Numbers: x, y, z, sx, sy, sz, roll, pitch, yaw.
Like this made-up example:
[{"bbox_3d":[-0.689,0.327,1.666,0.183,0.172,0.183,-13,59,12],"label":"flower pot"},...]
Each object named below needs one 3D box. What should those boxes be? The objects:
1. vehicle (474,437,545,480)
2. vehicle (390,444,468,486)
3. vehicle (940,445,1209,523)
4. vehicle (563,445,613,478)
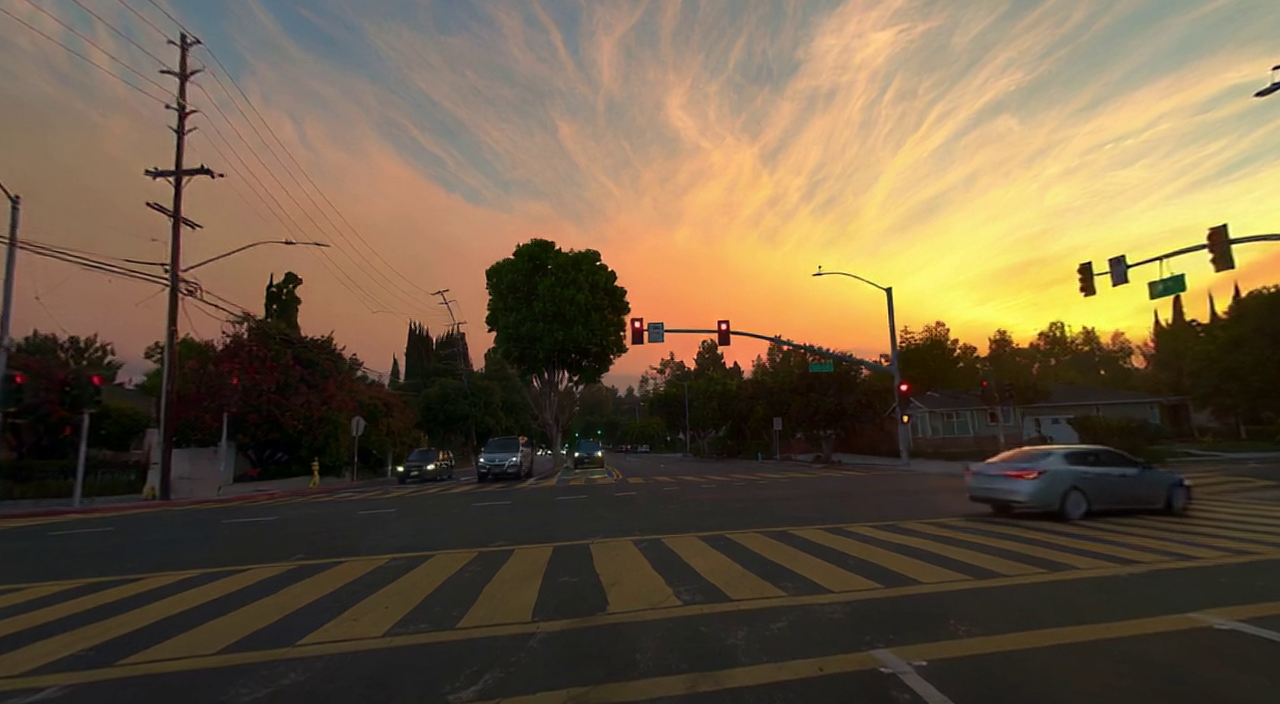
[{"bbox_3d":[-6.391,5.295,31.690,2.479,1.977,5.254,0,-9,-1],"label":"vehicle"},{"bbox_3d":[-10.168,5.458,30.890,2.241,1.819,4.690,0,-9,-1],"label":"vehicle"},{"bbox_3d":[8.955,2.650,13.169,4.443,1.367,2.197,2,-9,-16],"label":"vehicle"},{"bbox_3d":[-2.426,5.281,30.834,2.174,1.477,4.805,0,-9,-2],"label":"vehicle"}]
